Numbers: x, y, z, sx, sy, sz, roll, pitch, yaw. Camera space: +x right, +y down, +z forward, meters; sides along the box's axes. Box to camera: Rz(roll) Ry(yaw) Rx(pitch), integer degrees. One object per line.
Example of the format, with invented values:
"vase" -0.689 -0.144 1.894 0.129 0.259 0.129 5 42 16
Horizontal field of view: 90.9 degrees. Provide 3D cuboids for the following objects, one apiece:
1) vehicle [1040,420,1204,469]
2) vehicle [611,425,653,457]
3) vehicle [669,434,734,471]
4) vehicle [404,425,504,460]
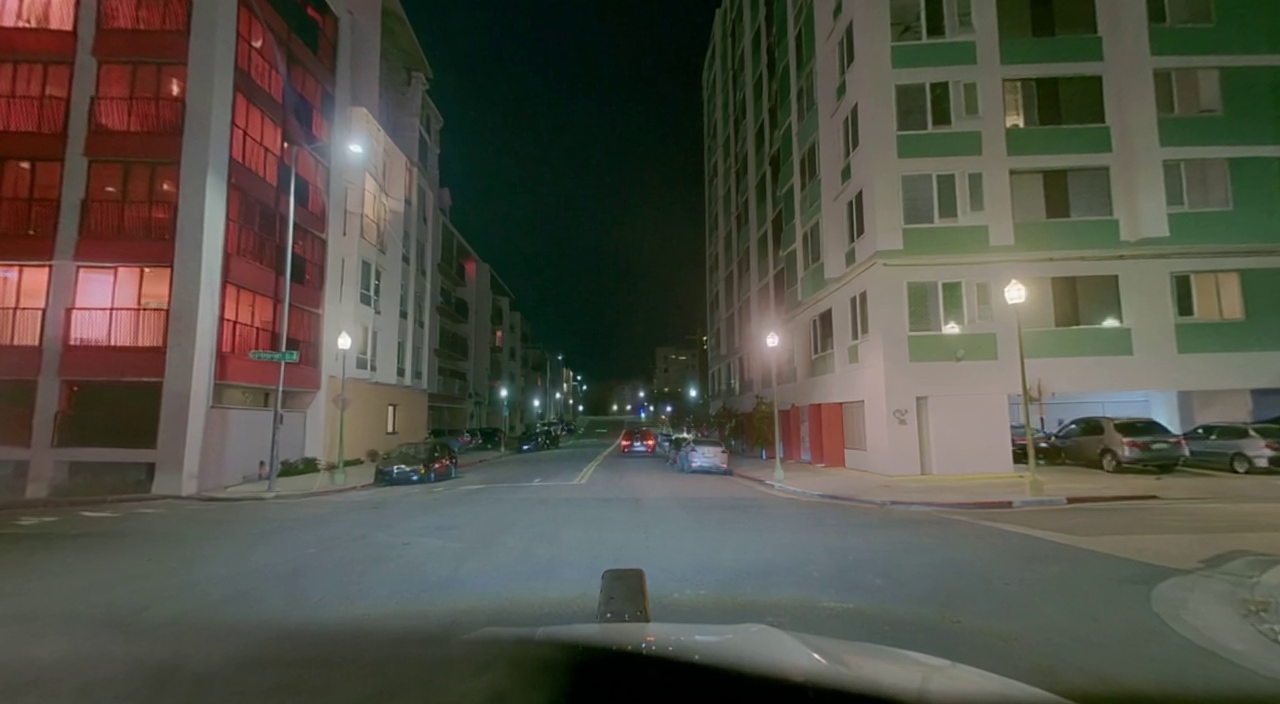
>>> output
"vehicle" 15.293 2.959 20.139 3.752 1.453 1.709 0 -9 2
"vehicle" -0.493 5.483 38.693 2.412 1.834 4.636 0 -8 0
"vehicle" 2.514 4.299 27.068 2.290 1.456 4.503 0 -8 -1
"vehicle" -11.450 5.588 38.871 5.540 1.950 2.113 4 -12 -28
